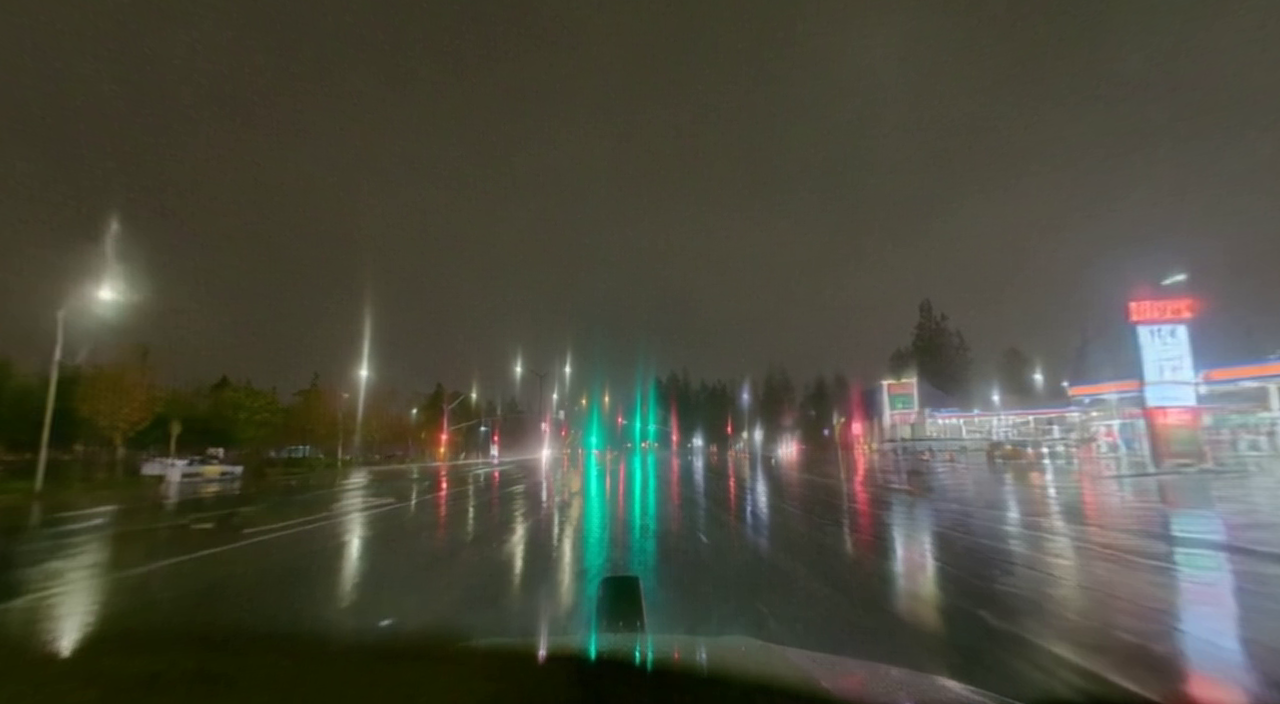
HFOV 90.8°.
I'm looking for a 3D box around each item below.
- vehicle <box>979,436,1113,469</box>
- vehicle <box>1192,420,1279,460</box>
[{"bbox_3d":[18.310,4.527,28.626,4.674,1.399,1.987,0,-8,0],"label":"vehicle"},{"bbox_3d":[30.320,4.283,30.771,4.628,1.817,1.996,-2,-8,10],"label":"vehicle"}]
